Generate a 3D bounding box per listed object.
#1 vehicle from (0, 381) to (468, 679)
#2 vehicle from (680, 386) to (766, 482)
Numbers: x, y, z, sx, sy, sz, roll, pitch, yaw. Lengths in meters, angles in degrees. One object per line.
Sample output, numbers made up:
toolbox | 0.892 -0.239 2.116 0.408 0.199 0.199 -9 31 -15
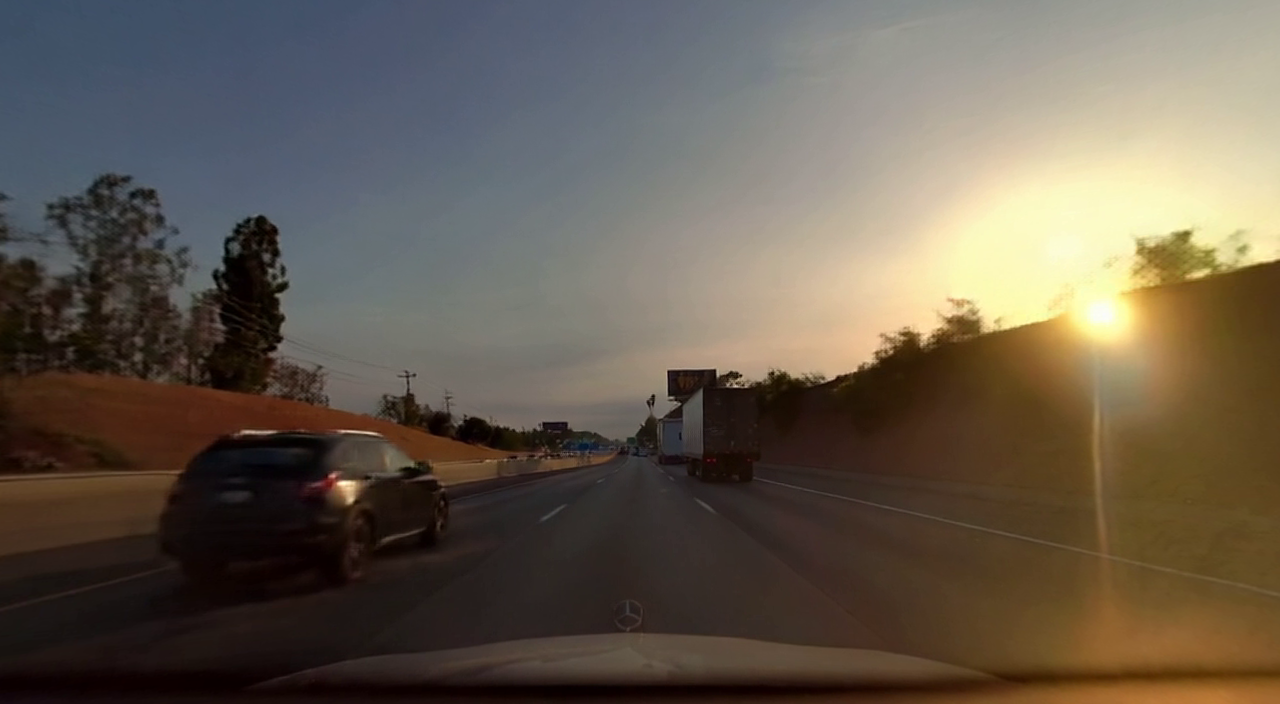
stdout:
vehicle | -3.569 1.438 6.286 2.291 1.788 4.825 0 -9 1
vehicle | 4.096 4.707 35.018 2.826 4.269 14.176 0 -9 0
